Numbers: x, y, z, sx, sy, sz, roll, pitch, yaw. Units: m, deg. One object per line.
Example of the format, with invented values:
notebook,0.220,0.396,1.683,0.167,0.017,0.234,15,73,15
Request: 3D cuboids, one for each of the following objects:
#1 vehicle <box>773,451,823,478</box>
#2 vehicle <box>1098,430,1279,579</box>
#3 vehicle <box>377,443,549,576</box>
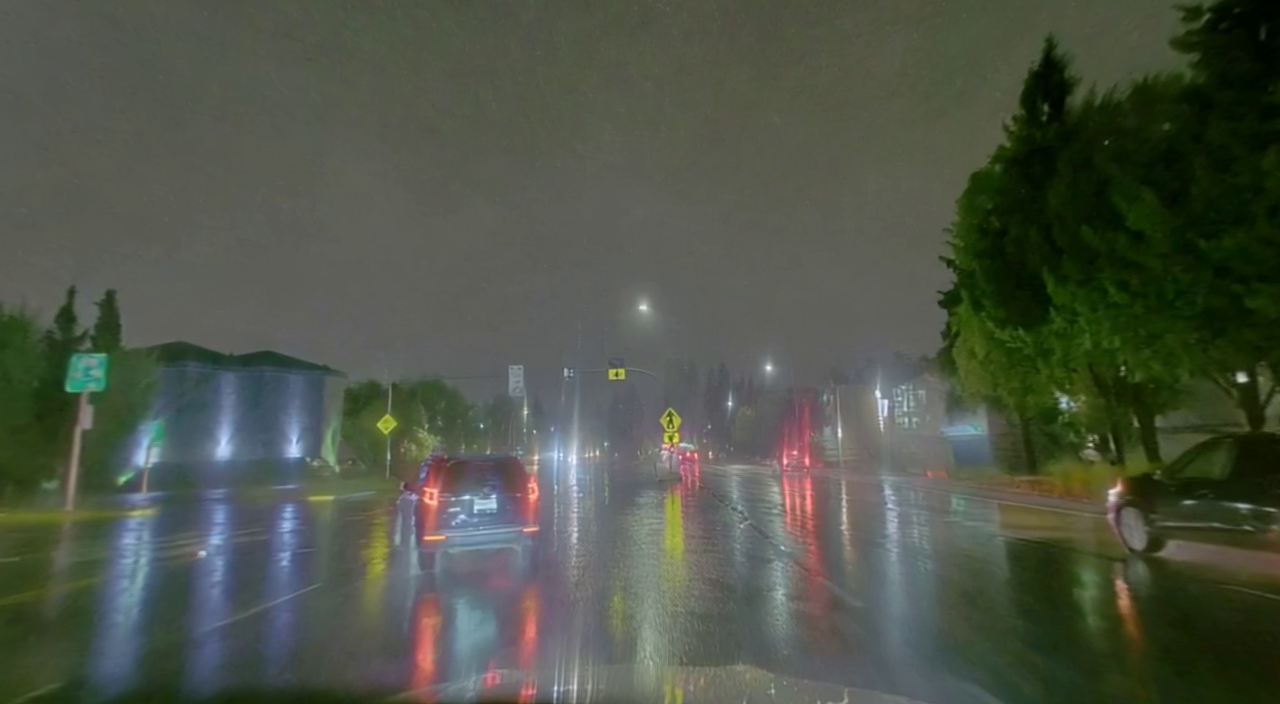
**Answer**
vehicle,9.234,6.592,37.004,1.931,1.475,4.092,-1,-9,1
vehicle,7.901,1.708,7.247,2.007,1.586,4.210,-1,-9,0
vehicle,-2.767,2.180,9.486,2.014,1.525,3.670,3,-9,-20
